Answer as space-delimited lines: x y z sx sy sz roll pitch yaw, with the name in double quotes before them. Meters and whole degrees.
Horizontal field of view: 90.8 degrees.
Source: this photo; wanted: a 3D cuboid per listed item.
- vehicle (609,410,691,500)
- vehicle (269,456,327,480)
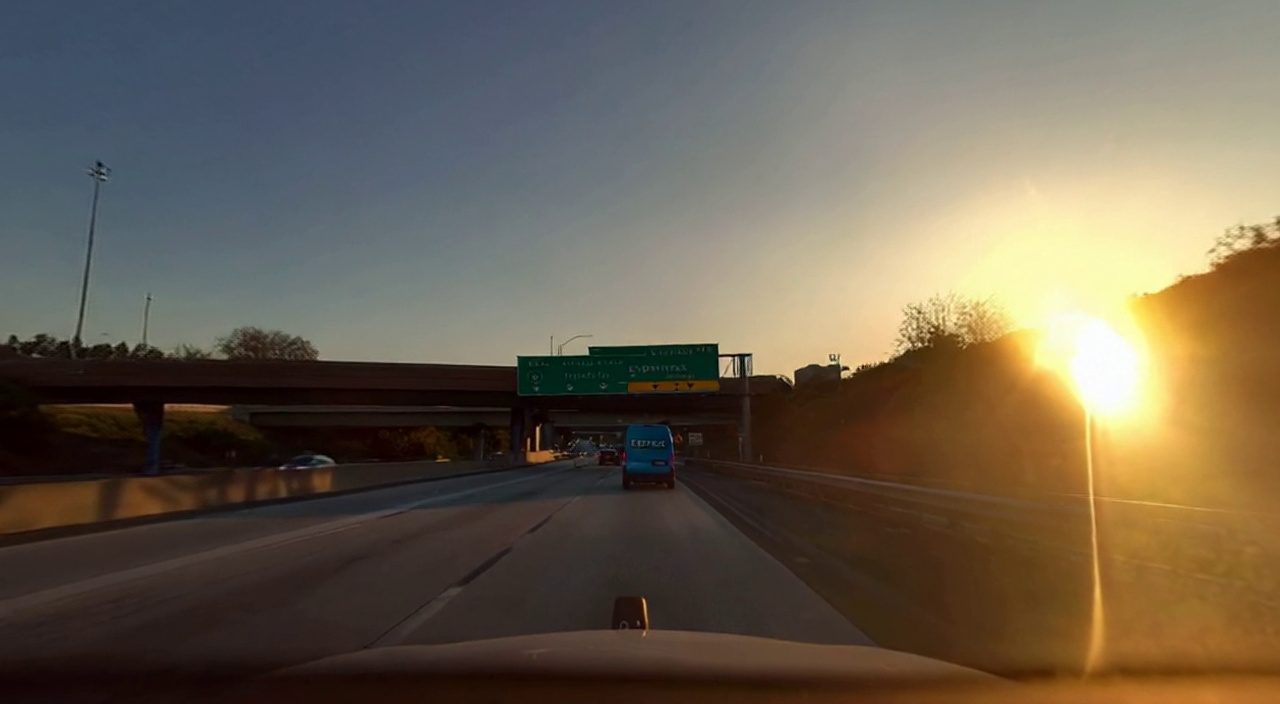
"vehicle" 0.183 3.350 20.750 2.332 2.558 5.314 0 -9 -2
"vehicle" -23.704 8.043 43.920 1.864 1.470 3.888 0 -9 0
